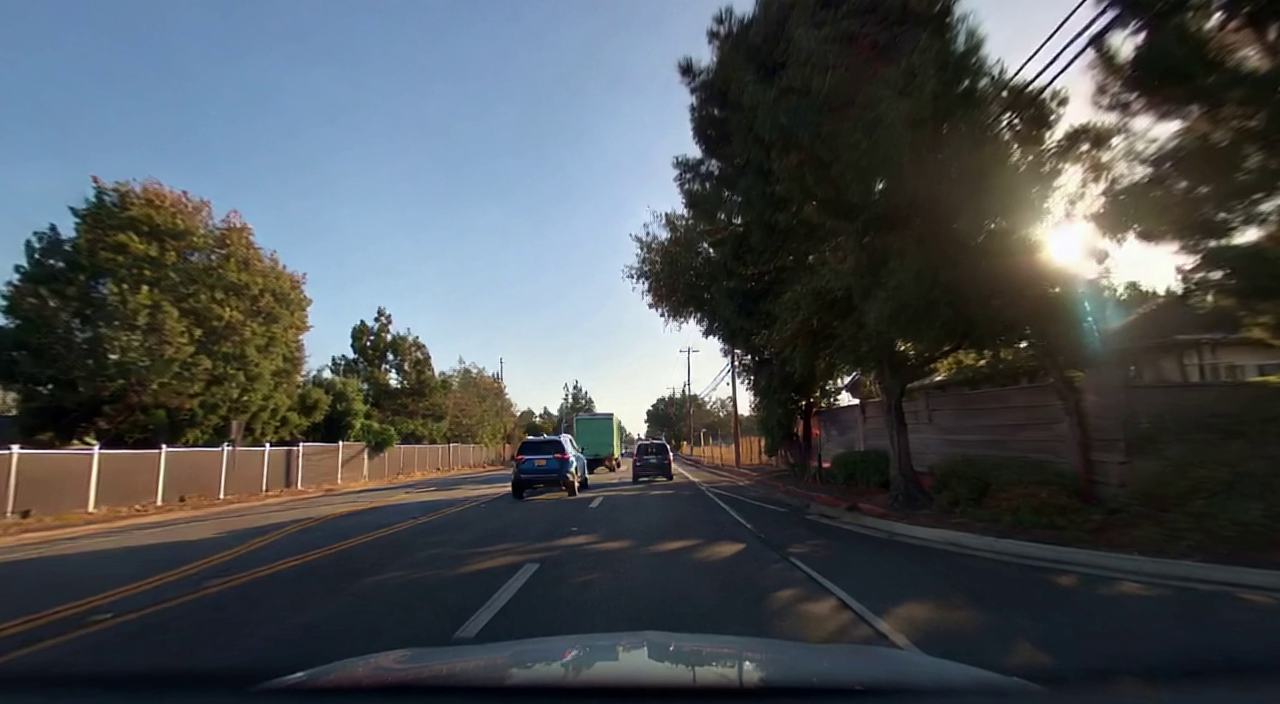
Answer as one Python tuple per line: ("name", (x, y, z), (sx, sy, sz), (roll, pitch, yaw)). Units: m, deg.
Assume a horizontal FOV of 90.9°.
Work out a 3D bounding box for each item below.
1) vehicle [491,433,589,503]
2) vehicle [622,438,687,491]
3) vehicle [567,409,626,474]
("vehicle", (-2.873, 3.463, 19.155), (2.093, 1.832, 4.508), (0, -9, 2))
("vehicle", (0.509, 4.109, 23.289), (2.174, 1.749, 4.113), (0, -9, 0))
("vehicle", (-2.567, 5.868, 40.825), (2.928, 3.658, 10.953), (0, -9, 1))
